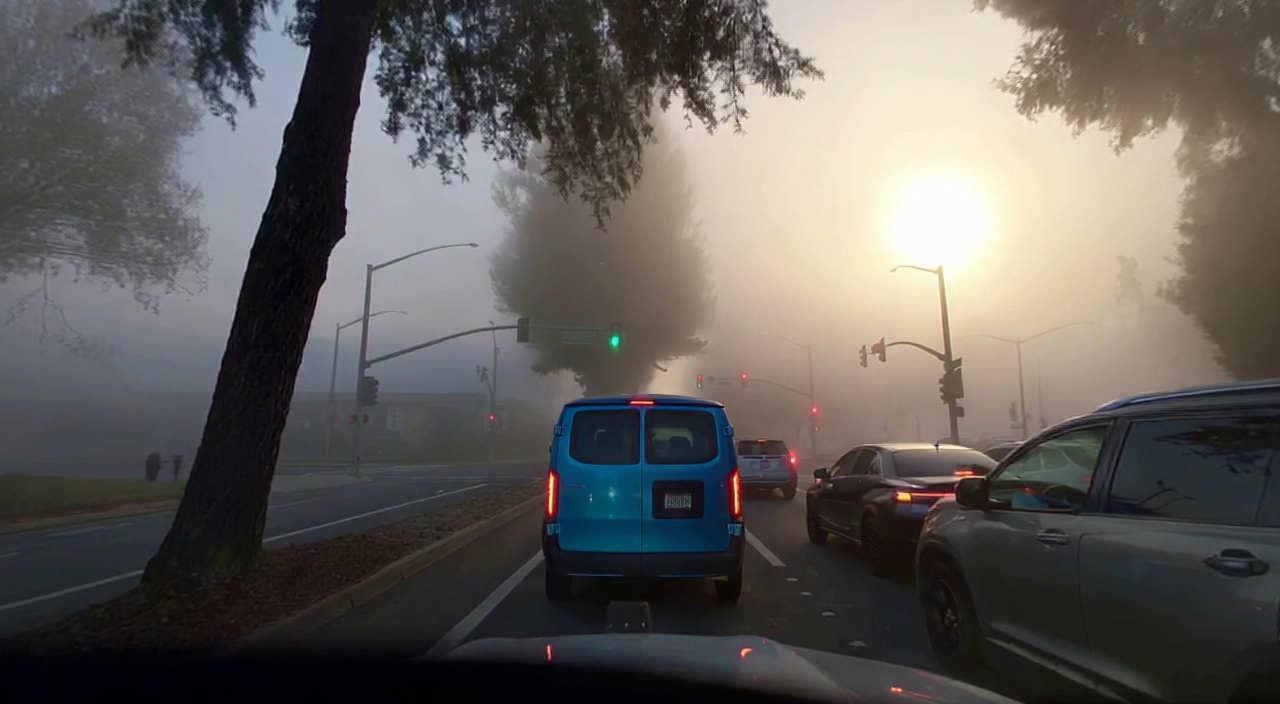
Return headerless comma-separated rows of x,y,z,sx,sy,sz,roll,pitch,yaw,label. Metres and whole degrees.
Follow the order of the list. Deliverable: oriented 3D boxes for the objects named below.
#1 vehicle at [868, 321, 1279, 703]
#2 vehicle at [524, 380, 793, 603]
2.901,0.946,3.180,1.971,1.663,4.287,0,-8,2,vehicle
0.168,1.464,7.428,2.185,1.822,4.391,0,-8,1,vehicle
